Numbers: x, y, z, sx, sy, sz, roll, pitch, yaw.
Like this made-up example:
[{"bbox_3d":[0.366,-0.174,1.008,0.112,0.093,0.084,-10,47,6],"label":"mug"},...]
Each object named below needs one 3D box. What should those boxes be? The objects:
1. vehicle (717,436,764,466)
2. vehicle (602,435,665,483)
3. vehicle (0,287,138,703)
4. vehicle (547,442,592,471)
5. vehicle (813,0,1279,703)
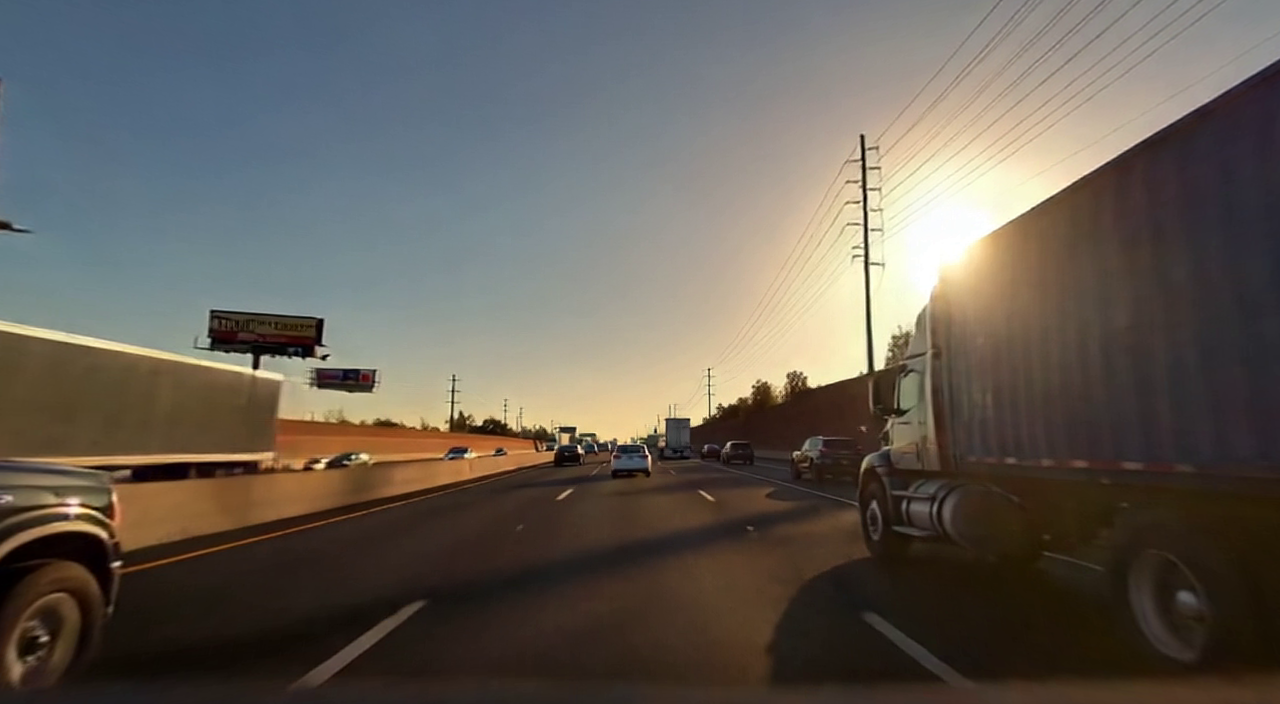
[{"bbox_3d":[7.001,6.968,44.560,2.302,1.973,5.502,0,-9,-1],"label":"vehicle"},{"bbox_3d":[-0.223,4.074,24.273,2.191,1.685,4.015,0,-9,0],"label":"vehicle"},{"bbox_3d":[-4.169,0.382,0.628,2.323,2.046,6.006,0,-9,1],"label":"vehicle"},{"bbox_3d":[-3.889,5.858,35.541,2.025,1.498,4.675,0,-9,0],"label":"vehicle"},{"bbox_3d":[3.610,-0.212,3.164,3.013,3.940,7.933,0,-9,-1],"label":"vehicle"}]
